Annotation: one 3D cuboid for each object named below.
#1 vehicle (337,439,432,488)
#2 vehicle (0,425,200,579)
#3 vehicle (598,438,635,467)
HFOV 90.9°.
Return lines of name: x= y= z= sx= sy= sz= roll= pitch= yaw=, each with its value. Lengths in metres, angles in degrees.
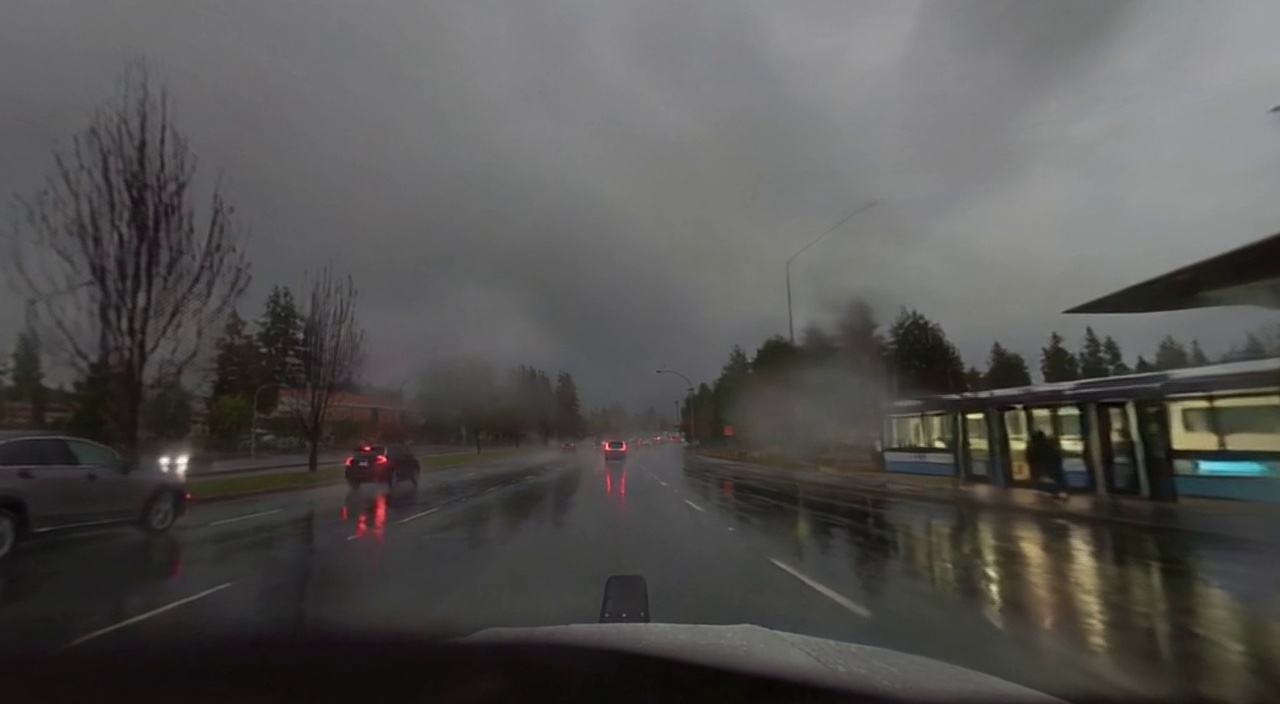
vehicle: x=-10.090 y=4.423 z=25.398 sx=2.097 sy=1.782 sz=4.682 roll=0 pitch=-8 yaw=-3
vehicle: x=-8.384 y=1.845 z=8.123 sx=2.181 sy=1.728 sz=4.515 roll=0 pitch=-8 yaw=-1
vehicle: x=-1.568 y=6.772 z=42.588 sx=2.345 sy=1.803 sz=4.261 roll=0 pitch=-8 yaw=-2
